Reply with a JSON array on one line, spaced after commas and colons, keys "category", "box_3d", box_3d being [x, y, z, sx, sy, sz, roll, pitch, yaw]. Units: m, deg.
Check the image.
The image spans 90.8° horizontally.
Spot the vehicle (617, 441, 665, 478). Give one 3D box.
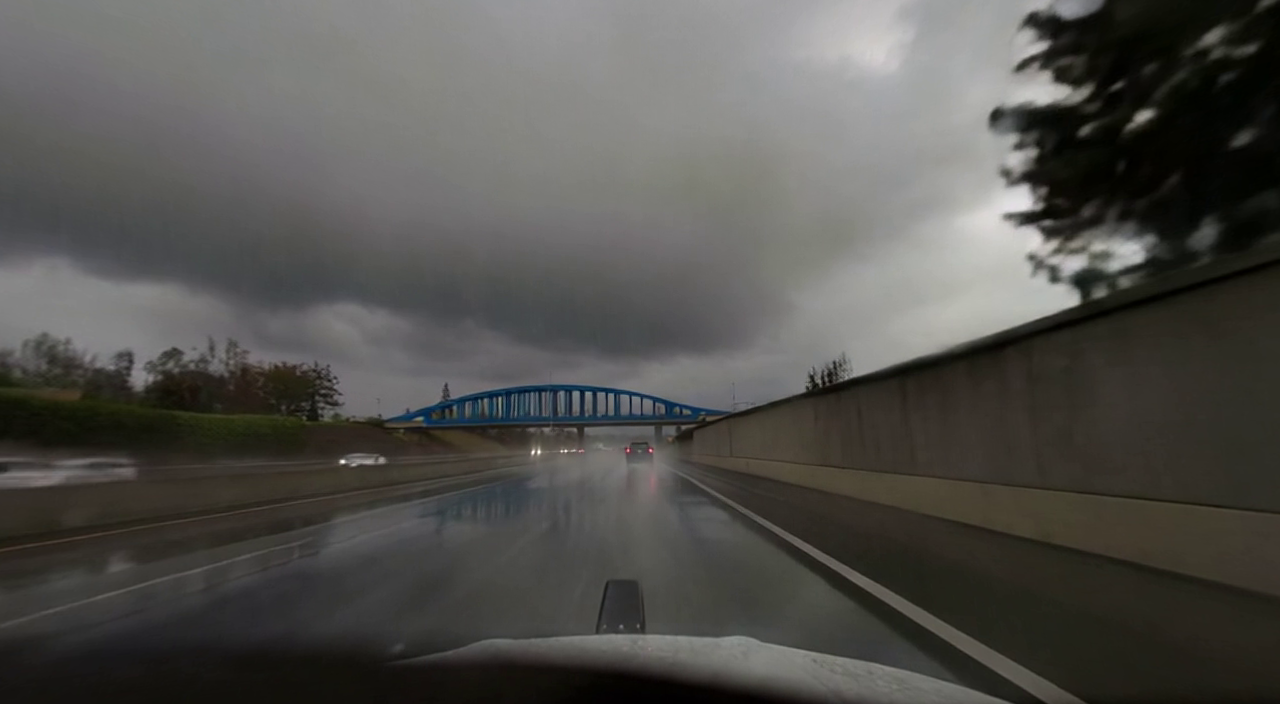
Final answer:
[{"category": "vehicle", "box_3d": [0.003, 5.518, 32.572, 2.299, 1.716, 4.579, 0, -9, -1]}]
